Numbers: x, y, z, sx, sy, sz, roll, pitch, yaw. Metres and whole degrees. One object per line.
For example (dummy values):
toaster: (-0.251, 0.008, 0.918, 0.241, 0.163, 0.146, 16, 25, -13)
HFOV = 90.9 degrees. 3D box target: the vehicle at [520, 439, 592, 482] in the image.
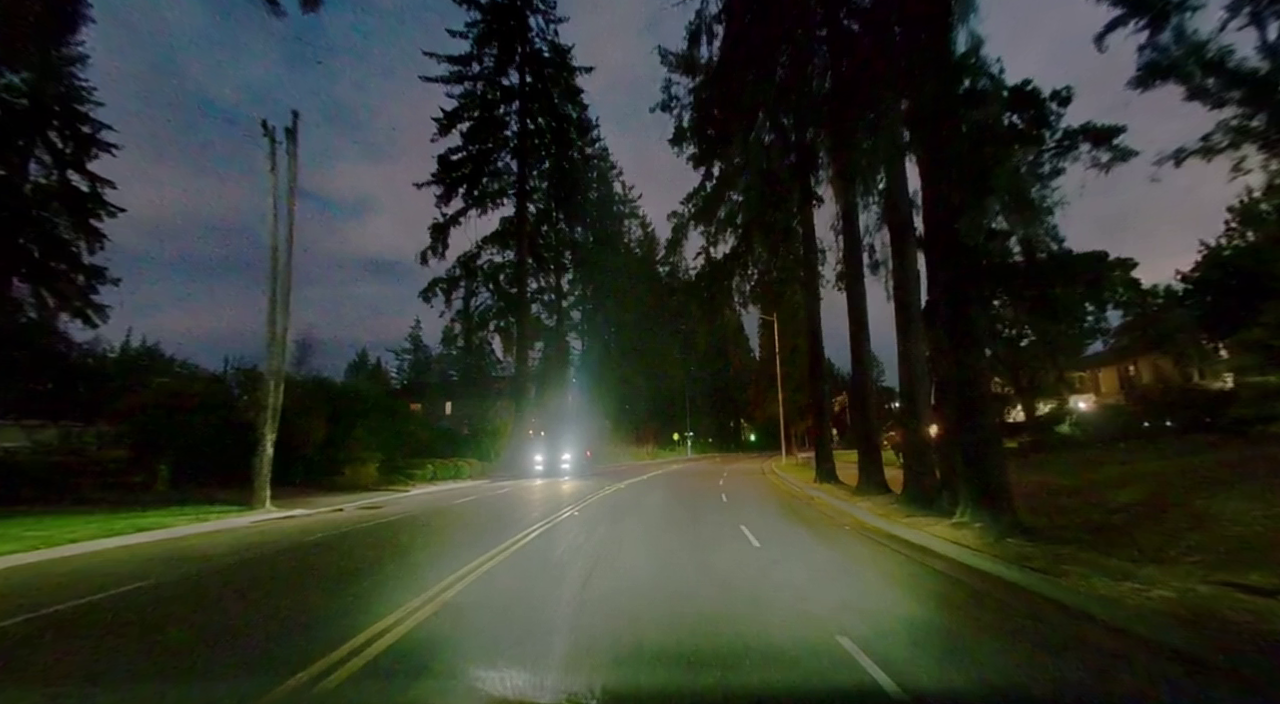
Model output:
vehicle: (-3.721, 4.906, 28.921, 2.002, 1.601, 5.012, -3, -7, 7)
